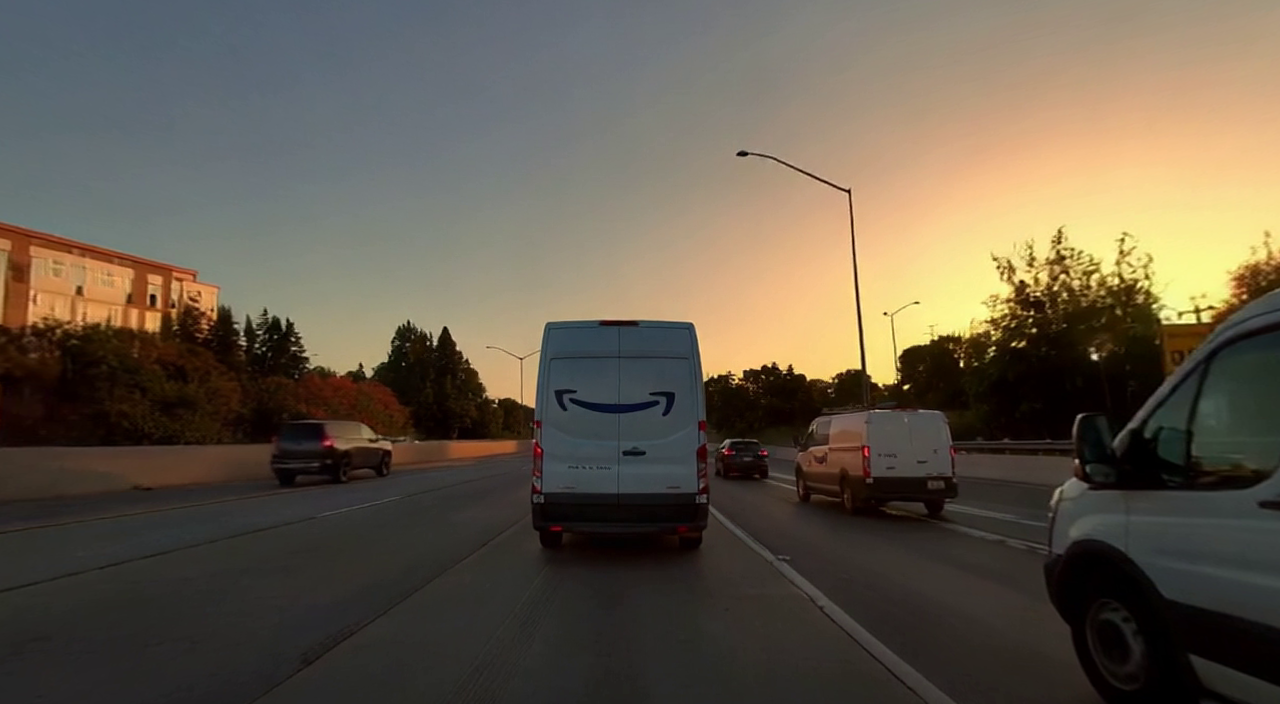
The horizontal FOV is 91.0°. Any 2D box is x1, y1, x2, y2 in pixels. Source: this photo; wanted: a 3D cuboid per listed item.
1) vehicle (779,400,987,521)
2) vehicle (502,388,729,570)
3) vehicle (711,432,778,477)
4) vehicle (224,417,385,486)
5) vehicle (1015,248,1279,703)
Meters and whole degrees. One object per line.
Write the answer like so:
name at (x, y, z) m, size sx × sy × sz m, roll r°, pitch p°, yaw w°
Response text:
vehicle at (4.642, 2.203, 13.217) m, size 2.179 × 1.999 × 5.331 m, roll 1°, pitch -8°, yaw -1°
vehicle at (-0.217, 1.610, 8.639) m, size 2.287 × 1.823 × 4.369 m, roll 0°, pitch -8°, yaw 1°
vehicle at (4.299, 4.293, 26.586) m, size 2.064 × 1.720 × 4.416 m, roll 0°, pitch -8°, yaw 0°
vehicle at (-10.338, 3.136, 20.047) m, size 2.232 × 1.882 × 5.128 m, roll 0°, pitch -8°, yaw 0°
vehicle at (3.094, 0.451, 0.565) m, size 2.341 × 1.890 × 5.144 m, roll 0°, pitch -8°, yaw 0°
